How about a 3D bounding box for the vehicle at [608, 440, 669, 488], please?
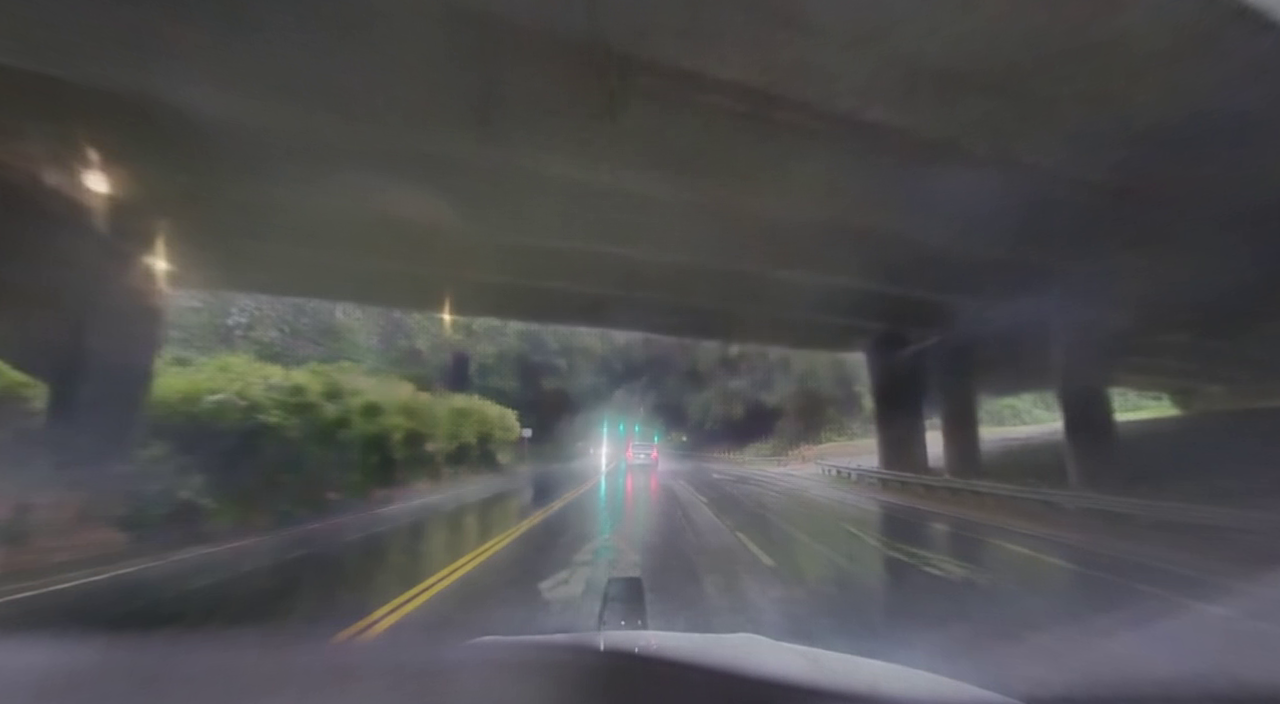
[{"bbox_3d":[-0.058,4.062,23.072,2.037,1.601,3.643,0,-9,0],"label":"vehicle"}]
